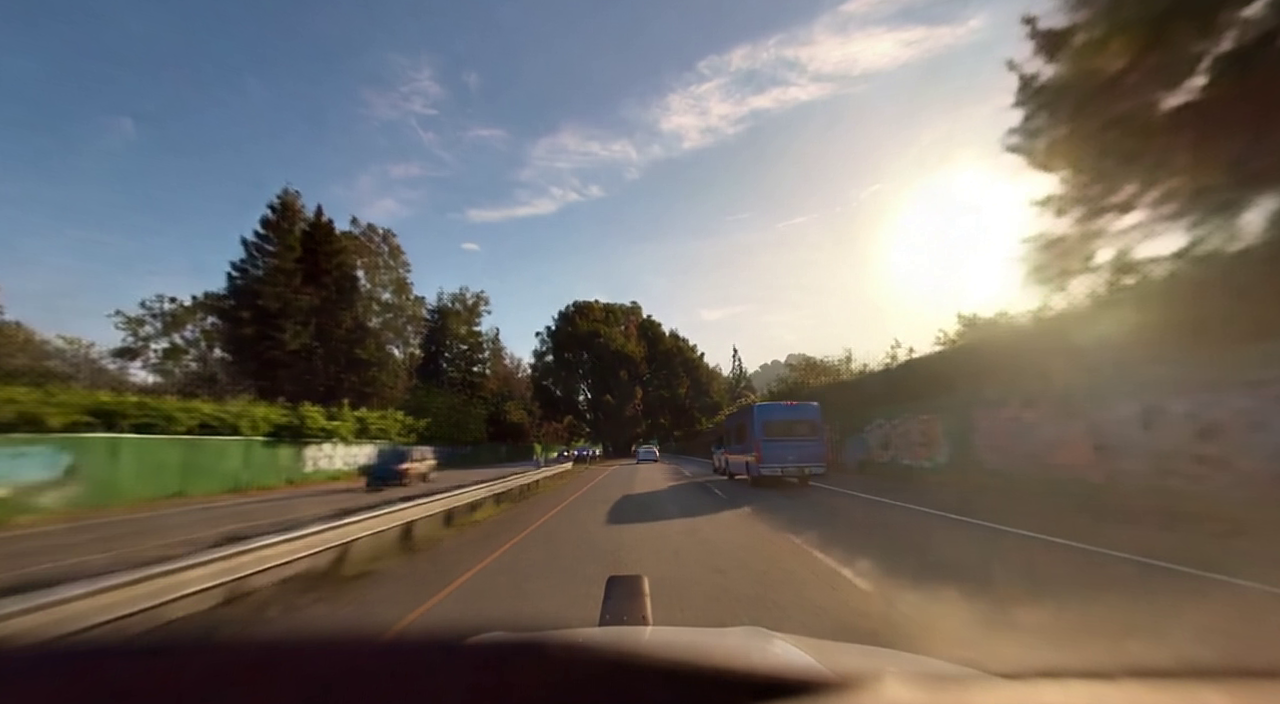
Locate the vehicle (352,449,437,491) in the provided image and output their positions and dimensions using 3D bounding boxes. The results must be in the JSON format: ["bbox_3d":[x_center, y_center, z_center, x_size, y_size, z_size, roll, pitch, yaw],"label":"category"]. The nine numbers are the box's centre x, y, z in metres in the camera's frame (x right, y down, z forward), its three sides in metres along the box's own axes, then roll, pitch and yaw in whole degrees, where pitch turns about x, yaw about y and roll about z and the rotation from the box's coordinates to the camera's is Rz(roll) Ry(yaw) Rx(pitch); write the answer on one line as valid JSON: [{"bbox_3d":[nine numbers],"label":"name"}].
[{"bbox_3d":[-10.307,4.956,26.820,1.953,1.629,3.984,0,-8,1],"label":"vehicle"}]

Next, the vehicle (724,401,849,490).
[{"bbox_3d":[4.873,3.336,22.540,2.712,2.659,6.992,0,-8,-1],"label":"vehicle"}]

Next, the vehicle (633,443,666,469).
[{"bbox_3d":[0.590,6.752,41.123,2.030,1.572,4.067,0,-8,0],"label":"vehicle"}]
